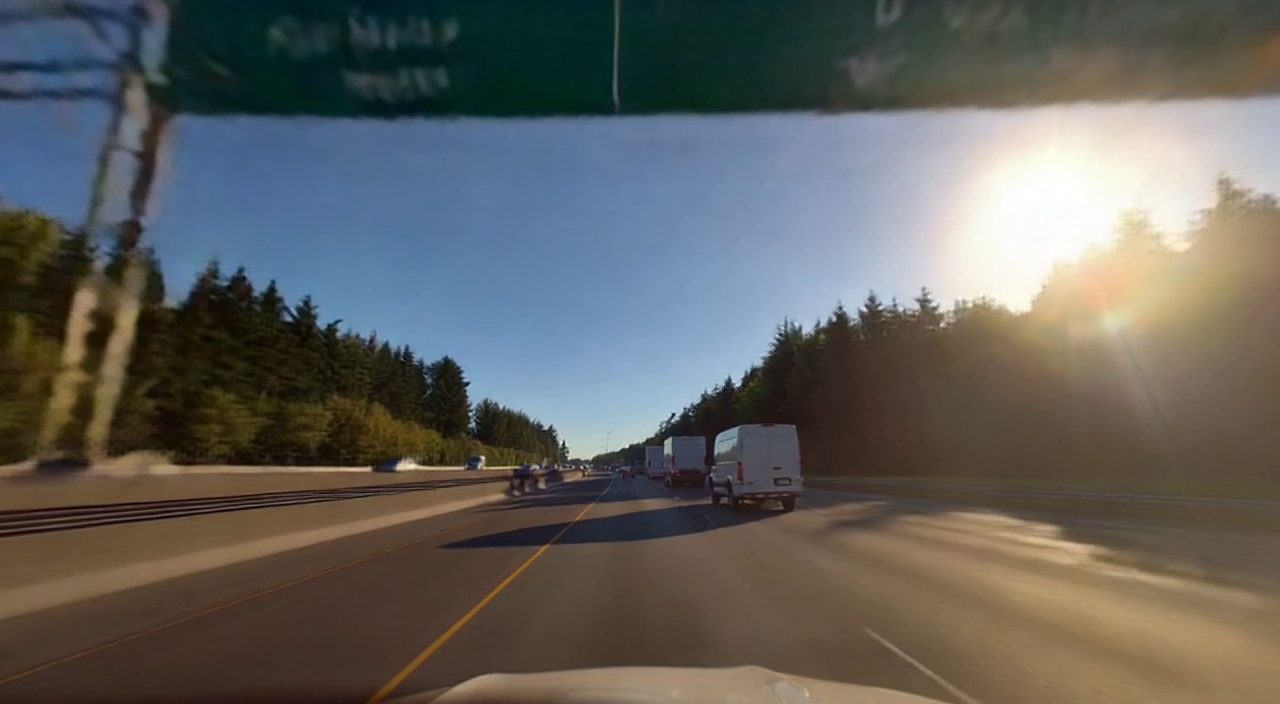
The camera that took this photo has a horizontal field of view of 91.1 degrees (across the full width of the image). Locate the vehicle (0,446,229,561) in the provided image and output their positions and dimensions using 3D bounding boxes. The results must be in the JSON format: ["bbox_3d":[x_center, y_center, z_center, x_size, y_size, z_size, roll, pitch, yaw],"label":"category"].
[{"bbox_3d":[-9.426,2.399,10.504,1.912,1.497,4.625,1,-10,0],"label":"vehicle"}]

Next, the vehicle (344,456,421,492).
[{"bbox_3d":[-13.619,6.495,33.579,2.017,1.710,4.881,1,-10,0],"label":"vehicle"}]

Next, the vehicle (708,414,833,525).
[{"bbox_3d":[3.454,3.341,17.969,2.291,2.639,5.280,1,-10,-2],"label":"vehicle"}]

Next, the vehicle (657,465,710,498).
[{"bbox_3d":[2.076,6.427,31.386,2.081,1.453,4.300,1,-10,-3],"label":"vehicle"}]
